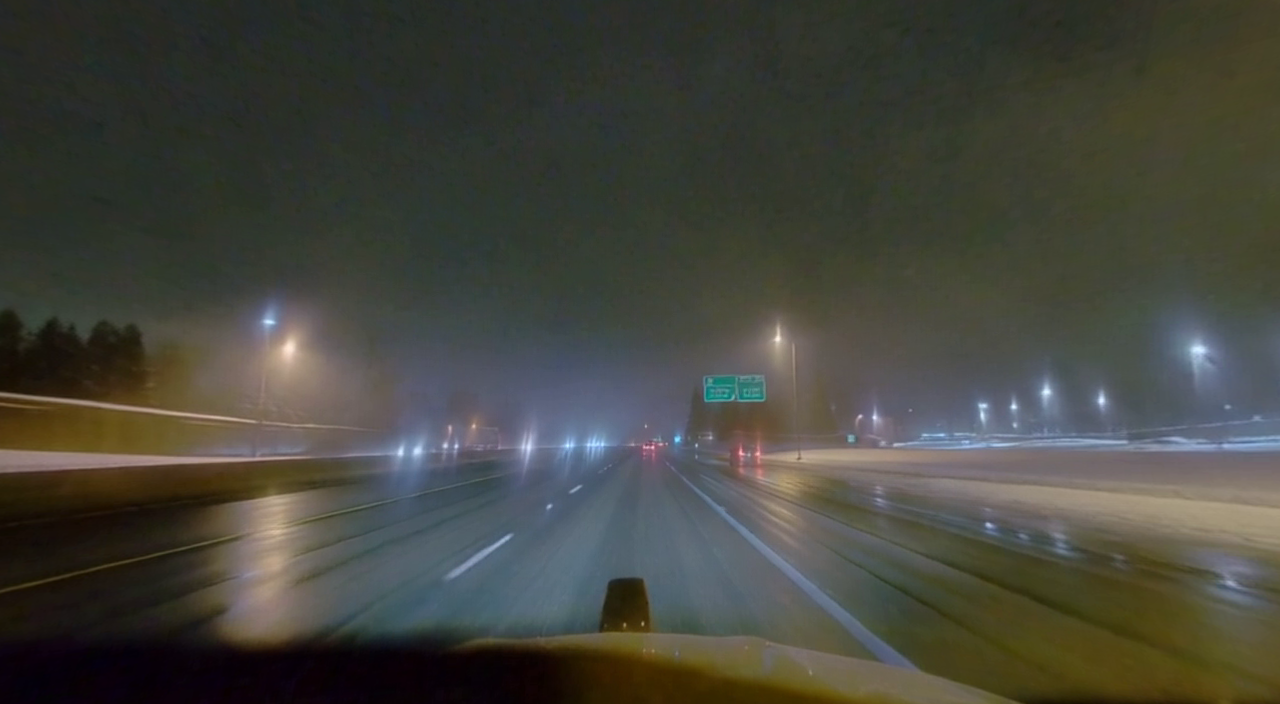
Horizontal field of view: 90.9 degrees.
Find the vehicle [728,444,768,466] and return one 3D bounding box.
[{"bbox_3d":[7.746,7.428,45.700,2.056,1.465,4.304,0,-8,-1],"label":"vehicle"}]
